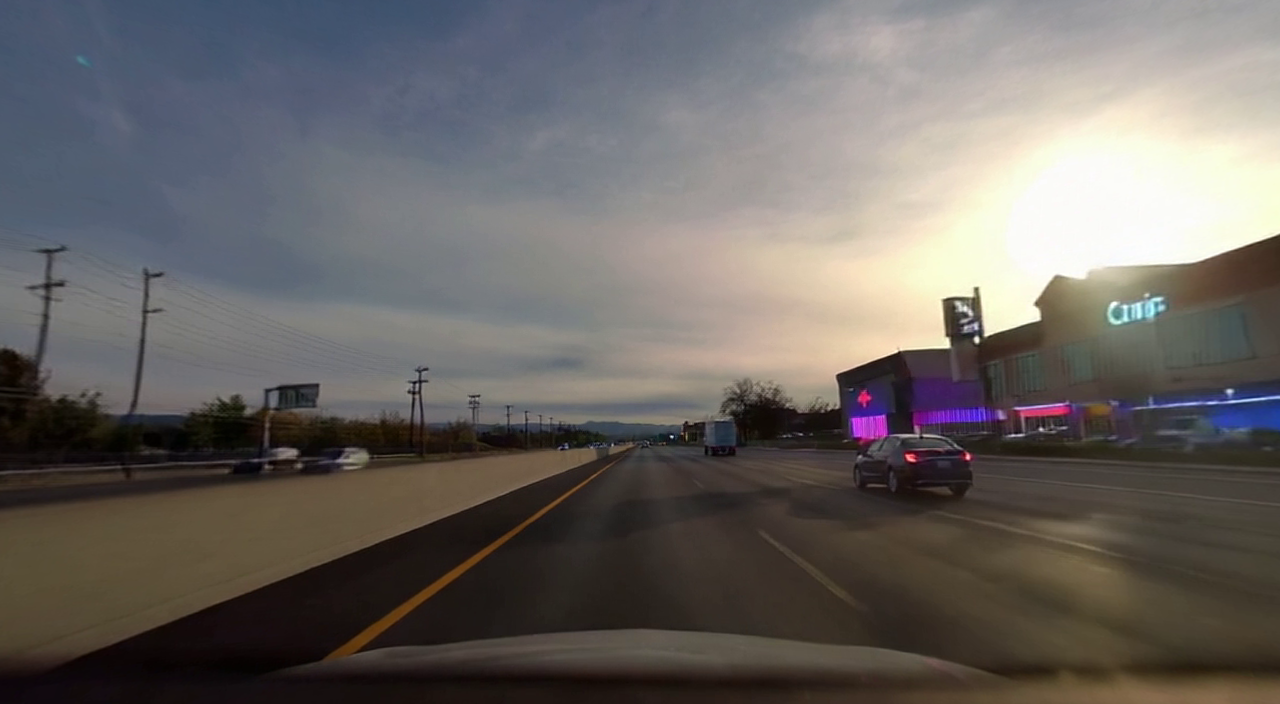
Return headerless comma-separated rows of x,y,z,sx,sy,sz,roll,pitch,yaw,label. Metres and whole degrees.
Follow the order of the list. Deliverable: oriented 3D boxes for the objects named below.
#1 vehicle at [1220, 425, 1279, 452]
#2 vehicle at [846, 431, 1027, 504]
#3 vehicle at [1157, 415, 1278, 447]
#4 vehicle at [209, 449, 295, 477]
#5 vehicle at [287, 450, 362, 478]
36.045,4.913,35.551,4.453,1.442,1.894,0,-8,0,vehicle
7.119,2.820,15.854,2.079,1.518,5.032,0,-8,-1,vehicle
35.729,4.919,39.026,4.978,1.798,2.146,-1,-9,14,vehicle
-27.411,7.810,44.673,2.170,1.812,5.804,0,-8,4,vehicle
-18.215,6.461,36.553,1.896,1.475,4.735,0,-8,0,vehicle
